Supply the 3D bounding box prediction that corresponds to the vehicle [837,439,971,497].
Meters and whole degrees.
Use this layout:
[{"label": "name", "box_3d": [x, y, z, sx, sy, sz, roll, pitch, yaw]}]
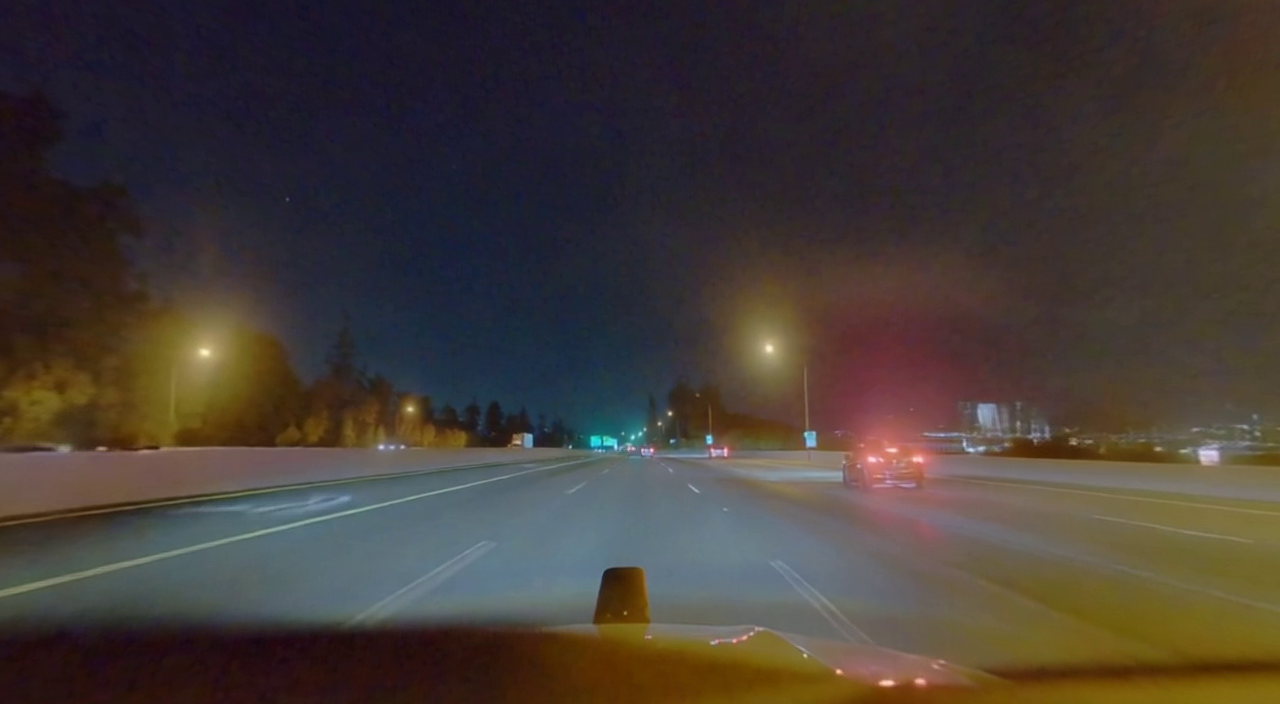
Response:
[{"label": "vehicle", "box_3d": [7.799, 3.451, 19.231, 2.031, 1.524, 4.657, 0, -8, -1]}]
